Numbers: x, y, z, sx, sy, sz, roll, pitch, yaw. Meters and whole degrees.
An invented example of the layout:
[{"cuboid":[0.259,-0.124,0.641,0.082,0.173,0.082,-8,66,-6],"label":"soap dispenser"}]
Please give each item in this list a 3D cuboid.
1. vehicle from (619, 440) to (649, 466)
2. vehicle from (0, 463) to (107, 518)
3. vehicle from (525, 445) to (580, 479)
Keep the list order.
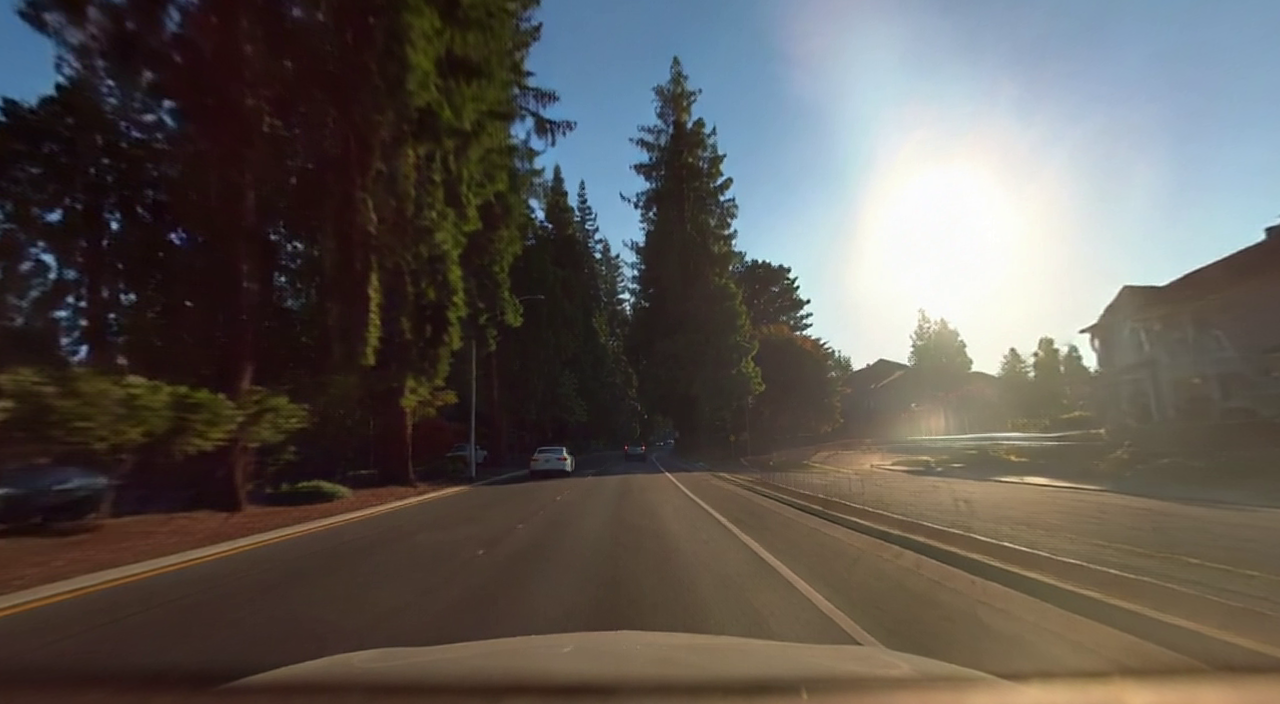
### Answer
[{"cuboid":[-0.436,7.283,45.738,2.018,1.769,3.897,0,-8,-1],"label":"vehicle"},{"cuboid":[-19.920,4.362,20.082,1.872,1.479,4.643,0,-8,0],"label":"vehicle"},{"cuboid":[-3.942,5.006,29.056,1.917,1.448,4.178,0,-8,0],"label":"vehicle"}]
